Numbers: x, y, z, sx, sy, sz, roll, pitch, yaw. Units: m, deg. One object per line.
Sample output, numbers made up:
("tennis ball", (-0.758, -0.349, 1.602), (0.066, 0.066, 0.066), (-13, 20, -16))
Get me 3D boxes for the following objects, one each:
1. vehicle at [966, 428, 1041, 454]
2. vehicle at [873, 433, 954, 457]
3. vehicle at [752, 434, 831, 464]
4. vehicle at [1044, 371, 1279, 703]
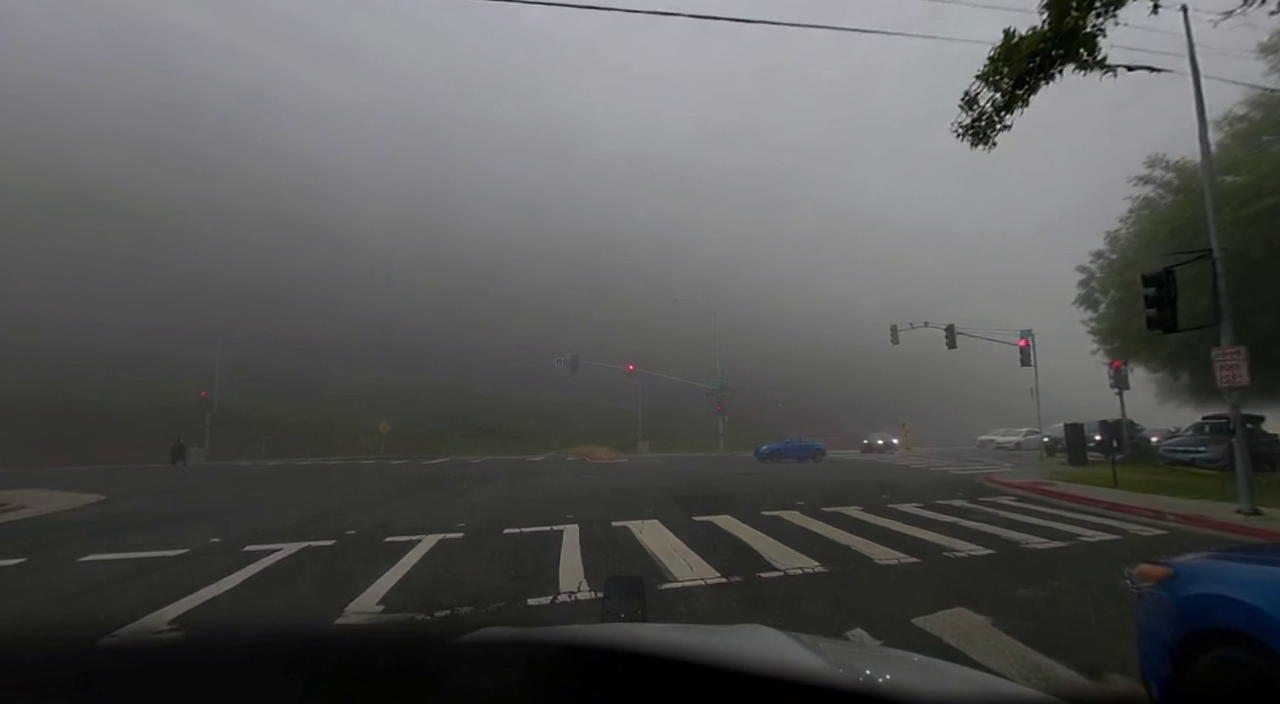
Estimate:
("vehicle", (26.858, 6.614, 46.670), (5.032, 1.828, 2.183), (4, -9, -24))
("vehicle", (18.645, 6.328, 43.014), (5.234, 1.549, 1.982), (4, -9, -24))
("vehicle", (8.050, 5.165, 33.593), (3.896, 1.500, 1.740), (5, -10, -30))
("vehicle", (3.144, 0.628, 0.625), (2.017, 1.559, 5.132), (0, -9, -1))
